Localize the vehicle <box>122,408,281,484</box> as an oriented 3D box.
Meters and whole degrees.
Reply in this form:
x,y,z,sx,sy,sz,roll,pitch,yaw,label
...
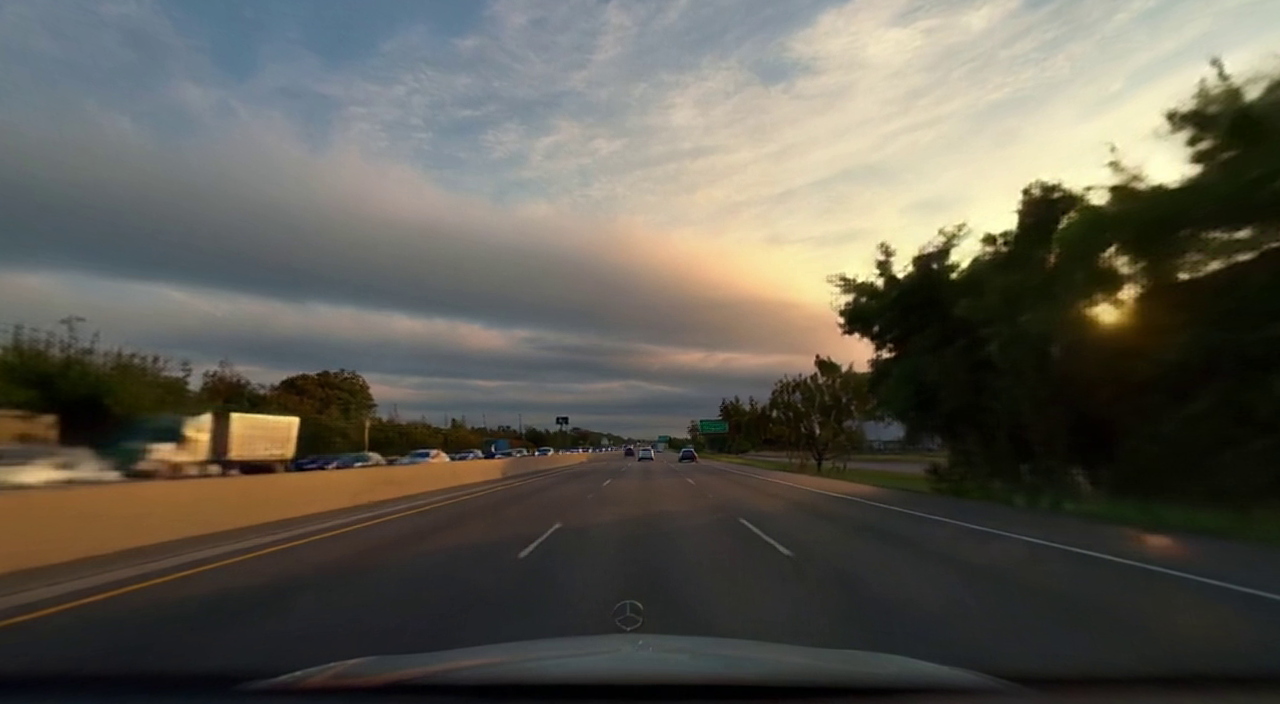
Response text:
x,y,z,sx,sy,sz,roll,pitch,yaw,label
-19.861,4.357,29.148,2.453,3.116,6.439,-1,-9,2,vehicle

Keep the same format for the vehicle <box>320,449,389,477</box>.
x,y,z,sx,sy,sz,roll,pitch,yaw,label
-15.795,6.137,35.109,1.908,1.460,4.013,-1,-9,1,vehicle

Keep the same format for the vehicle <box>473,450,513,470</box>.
x,y,z,sx,sy,sz,roll,pitch,yaw,label
-11.018,8.158,47.654,1.847,1.440,4.488,-1,-9,1,vehicle

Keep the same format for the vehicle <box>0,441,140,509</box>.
x,y,z,sx,sy,sz,roll,pitch,yaw,label
-15.927,3.174,16.593,1.881,1.593,4.370,0,-9,0,vehicle

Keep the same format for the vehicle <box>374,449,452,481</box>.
x,y,z,sx,sy,sz,roll,pitch,yaw,label
-10.906,5.437,30.599,1.953,1.442,4.571,-1,-9,2,vehicle
